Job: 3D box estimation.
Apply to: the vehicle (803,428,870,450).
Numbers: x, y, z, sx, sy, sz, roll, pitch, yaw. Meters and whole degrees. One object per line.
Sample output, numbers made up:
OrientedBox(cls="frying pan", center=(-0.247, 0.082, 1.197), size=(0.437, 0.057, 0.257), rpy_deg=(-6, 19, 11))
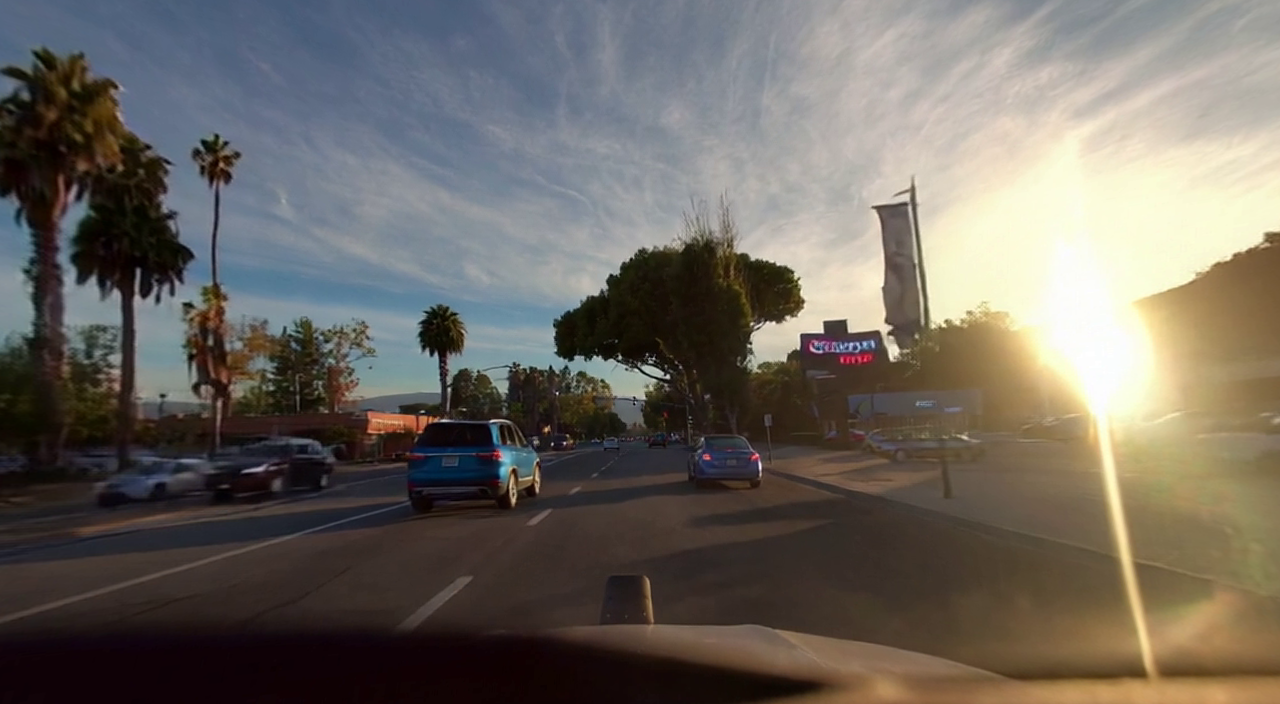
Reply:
OrientedBox(cls="vehicle", center=(14.956, 6.699, 48.248), size=(4.680, 1.506, 2.017), rpy_deg=(-3, -10, 14))

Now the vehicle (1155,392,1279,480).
OrientedBox(cls="vehicle", center=(12.979, 1.613, 12.097), size=(1.887, 1.630, 4.705), rpy_deg=(1, -8, -6))

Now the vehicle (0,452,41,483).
OrientedBox(cls="vehicle", center=(-37.025, 6.834, 37.230), size=(4.176, 1.572, 1.916), rpy_deg=(-9, -9, 41))

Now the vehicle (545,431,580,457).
OrientedBox(cls="vehicle", center=(-6.026, 7.207, 49.325), size=(2.157, 1.942, 4.210), rpy_deg=(0, -8, 1))

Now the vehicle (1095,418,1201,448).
OrientedBox(cls="vehicle", center=(25.753, 4.122, 32.044), size=(3.833, 1.455, 1.927), rpy_deg=(1, -8, -6))

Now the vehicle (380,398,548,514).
OrientedBox(cls="vehicle", center=(-3.389, 2.143, 13.264), size=(2.152, 1.987, 4.527), rpy_deg=(0, -8, 1))

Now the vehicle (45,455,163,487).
OrientedBox(cls="vehicle", center=(-26.762, 5.922, 31.546), size=(2.011, 1.395, 4.238), rpy_deg=(-8, -12, 44))

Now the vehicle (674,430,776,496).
OrientedBox(cls="vehicle", center=(2.061, 2.862, 16.635), size=(1.919, 1.472, 4.470), rpy_deg=(0, -8, -2))

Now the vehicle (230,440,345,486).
OrientedBox(cls="vehicle", center=(-14.133, 4.454, 25.635), size=(1.942, 1.645, 4.538), rpy_deg=(0, -9, 1))

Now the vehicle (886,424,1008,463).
OrientedBox(cls="vehicle", center=(11.904, 3.593, 24.627), size=(1.874, 1.386, 3.745), rpy_deg=(6, -11, -36))
